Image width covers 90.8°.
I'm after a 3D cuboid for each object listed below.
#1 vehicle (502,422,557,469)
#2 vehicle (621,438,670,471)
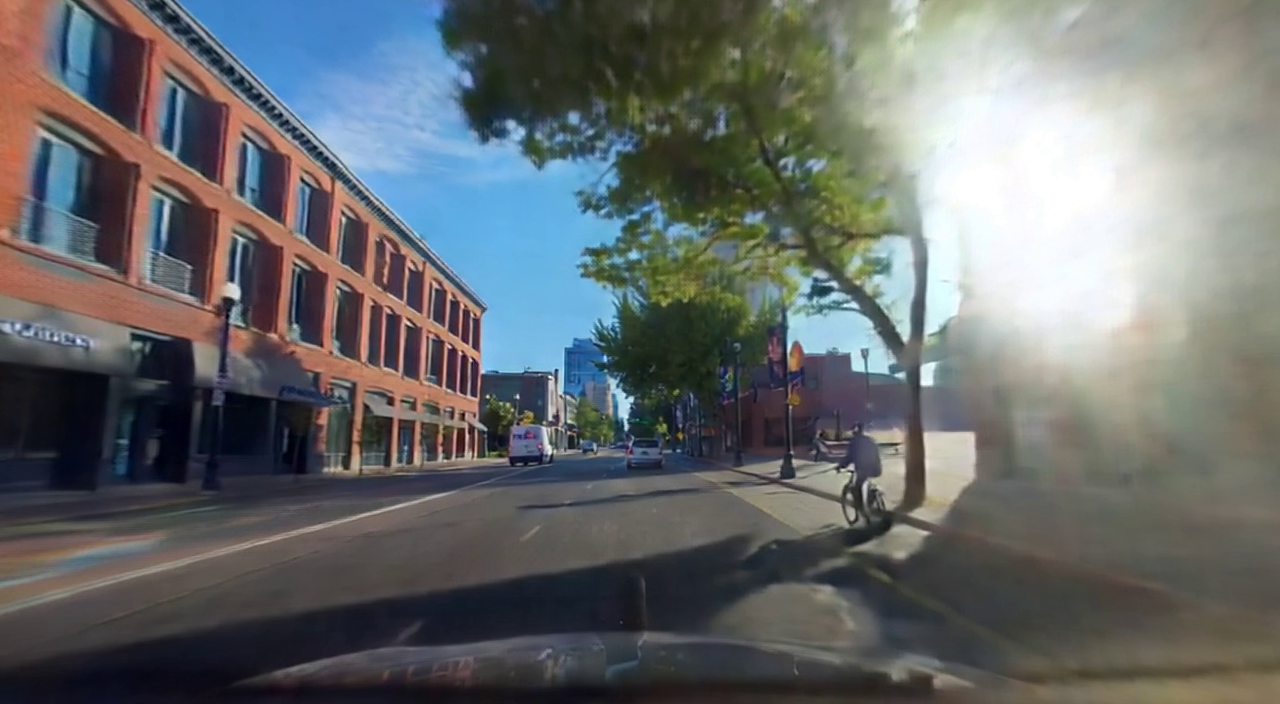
[{"bbox_3d":[-6.657,5.706,38.782,2.418,2.620,5.522,-1,-8,0],"label":"vehicle"},{"bbox_3d":[0.311,5.327,33.027,2.356,1.572,4.810,0,-8,1],"label":"vehicle"}]
